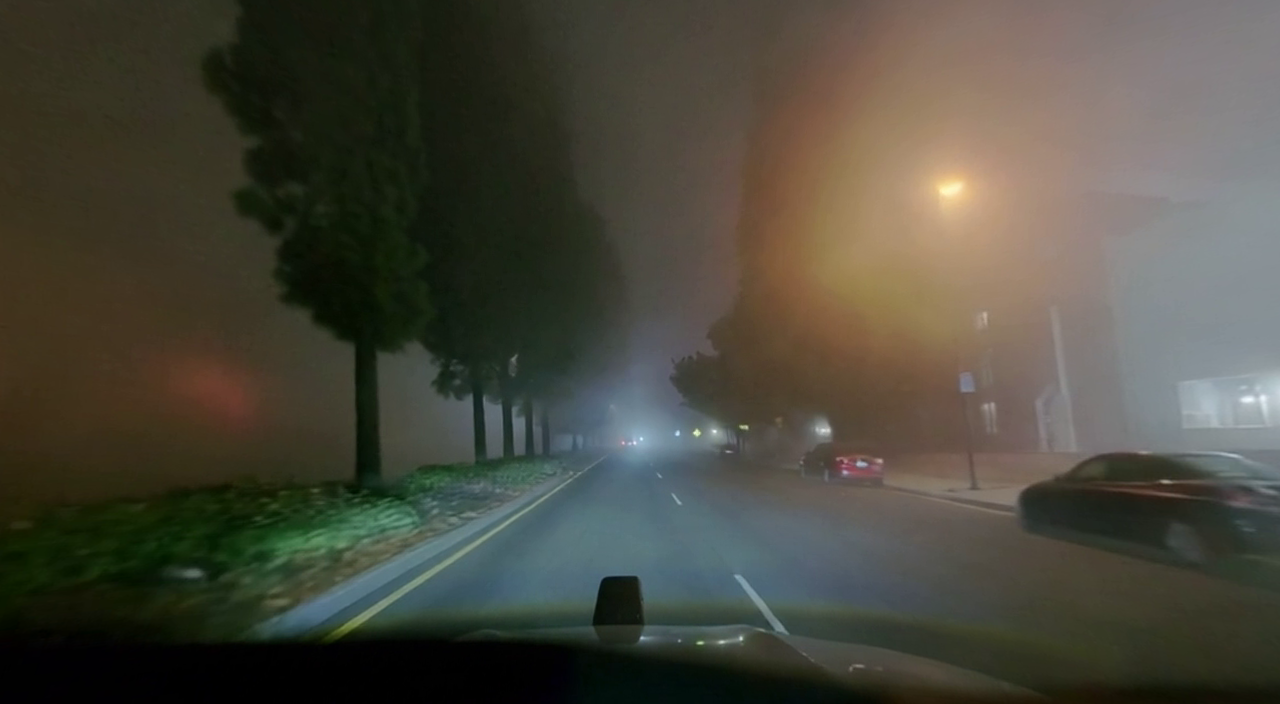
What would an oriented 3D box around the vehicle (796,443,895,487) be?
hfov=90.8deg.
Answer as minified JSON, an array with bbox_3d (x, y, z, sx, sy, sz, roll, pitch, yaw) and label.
[{"bbox_3d":[7.378,4.084,23.254,2.024,1.447,4.665,0,-8,0],"label":"vehicle"}]

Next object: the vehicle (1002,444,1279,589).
[{"bbox_3d":[7.431,2.016,8.777,1.991,1.446,4.685,0,-8,-1],"label":"vehicle"}]
